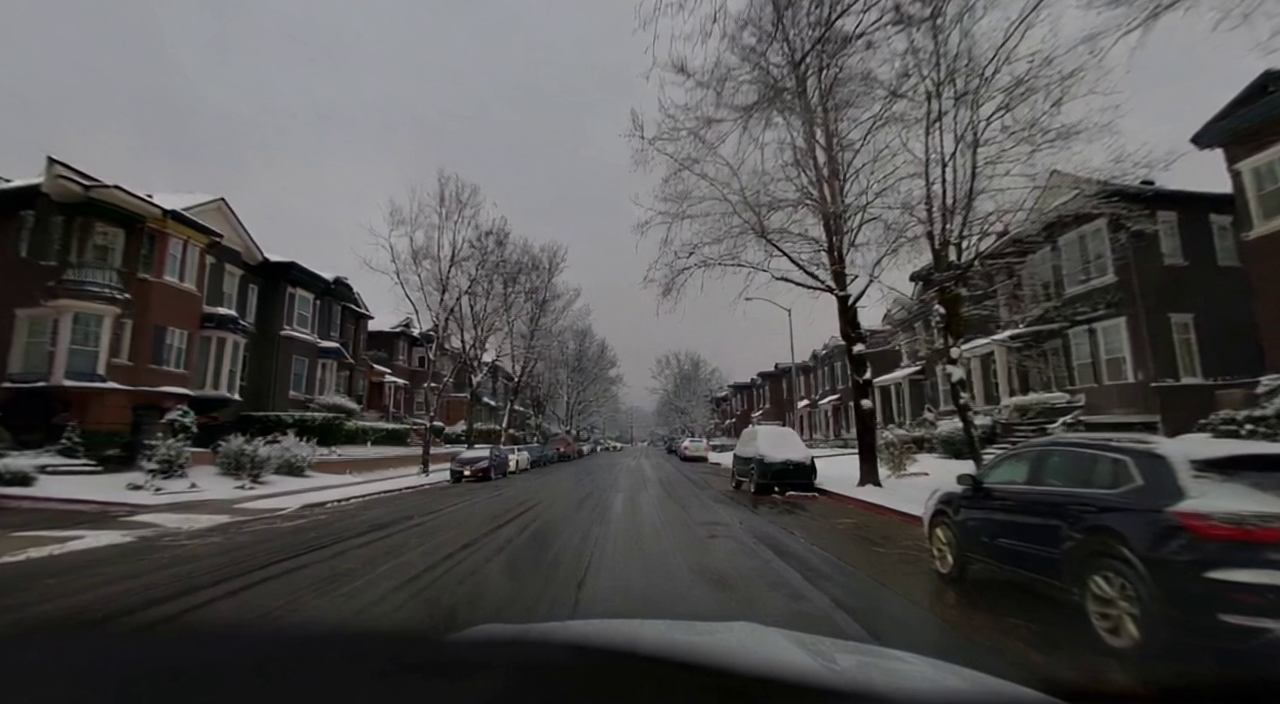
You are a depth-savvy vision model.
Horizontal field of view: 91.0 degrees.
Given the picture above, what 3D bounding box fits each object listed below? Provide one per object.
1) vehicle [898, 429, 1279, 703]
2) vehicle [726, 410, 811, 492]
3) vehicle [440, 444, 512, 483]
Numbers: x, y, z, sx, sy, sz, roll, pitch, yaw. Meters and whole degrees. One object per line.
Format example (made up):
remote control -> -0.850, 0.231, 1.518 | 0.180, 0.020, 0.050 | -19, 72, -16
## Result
vehicle -> 4.086, 1.435, 5.214 | 2.047, 1.473, 4.702 | 0, -8, 2
vehicle -> 4.091, 3.209, 20.400 | 2.158, 2.478, 2.078 | -1, -10, -2
vehicle -> -7.015, 4.833, 27.429 | 2.003, 1.501, 4.779 | -1, -9, -2
